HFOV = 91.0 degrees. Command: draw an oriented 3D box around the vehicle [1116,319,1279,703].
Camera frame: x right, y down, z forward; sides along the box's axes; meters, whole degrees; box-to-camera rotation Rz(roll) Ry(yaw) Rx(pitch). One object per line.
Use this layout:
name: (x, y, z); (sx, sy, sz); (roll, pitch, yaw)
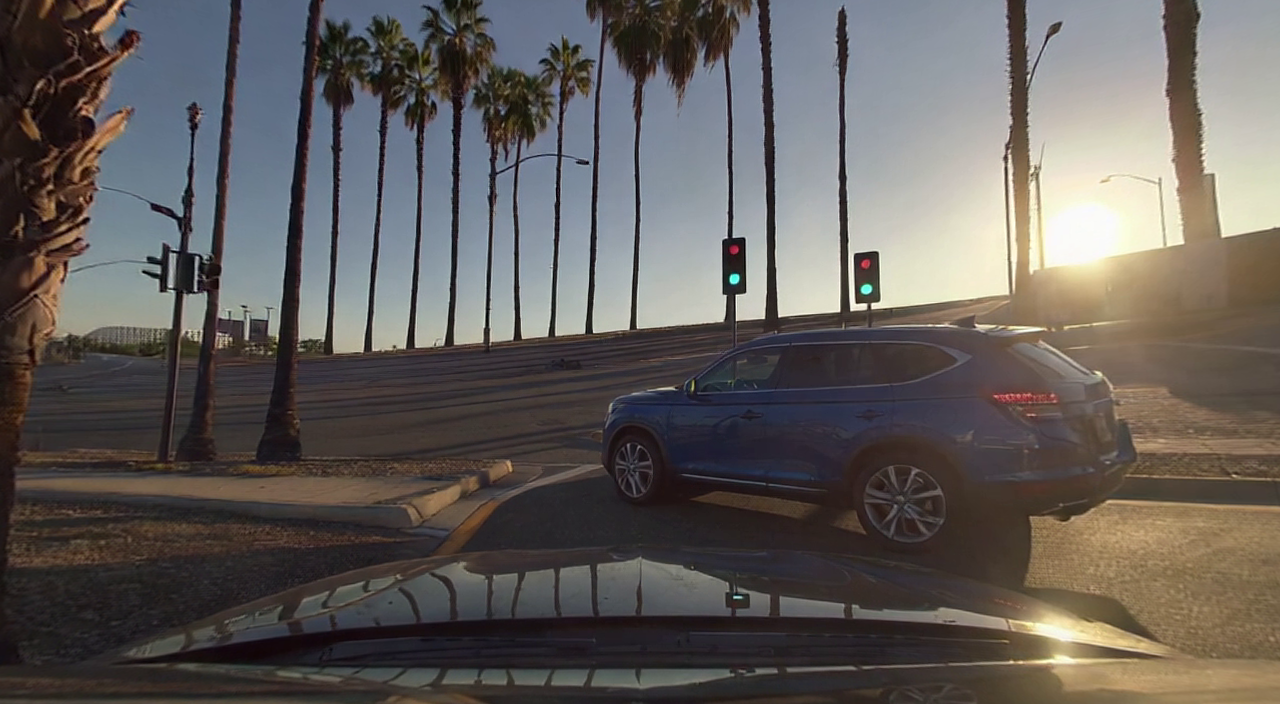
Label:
vehicle: (3.469, 0.518, 0.782); (2.028, 1.770, 4.737); (0, -9, 0)

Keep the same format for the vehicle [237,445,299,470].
vehicle: (-26.245, 7.421, 44.565); (1.941, 1.631, 4.017); (0, -9, 0)

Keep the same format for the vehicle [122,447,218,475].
vehicle: (-26.536, 6.164, 35.767); (1.830, 1.443, 4.551); (0, -9, 2)
